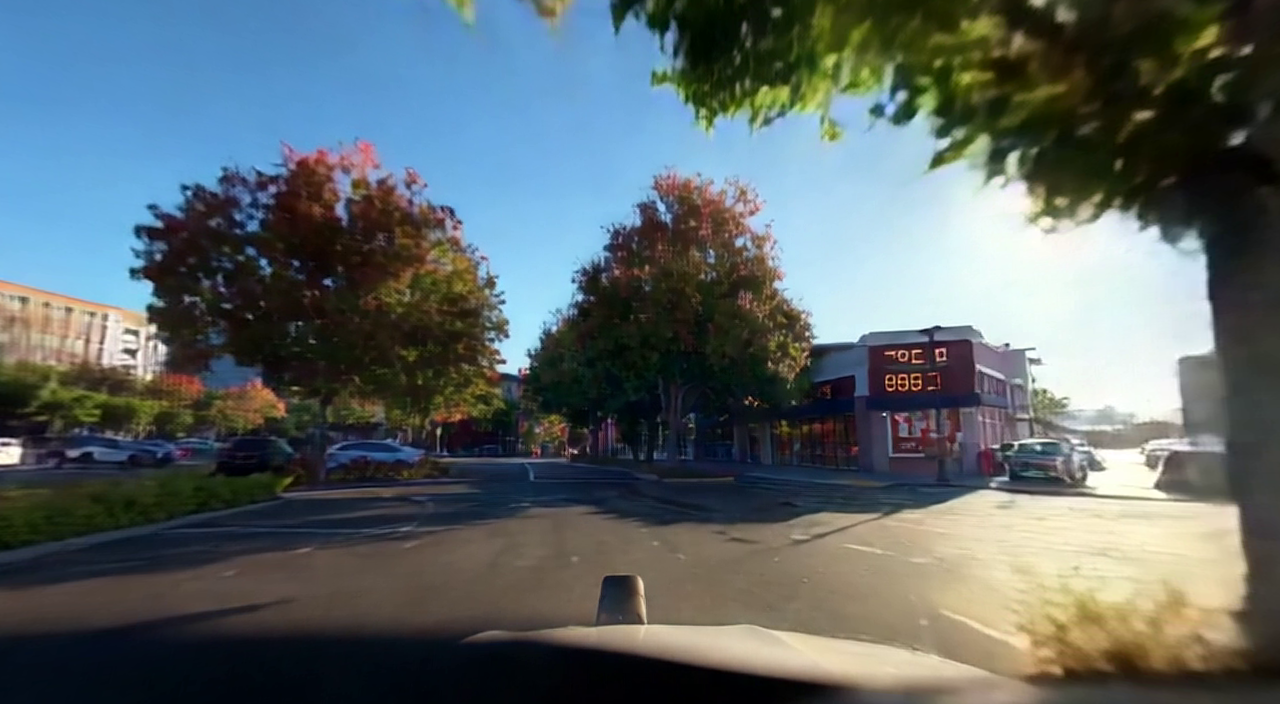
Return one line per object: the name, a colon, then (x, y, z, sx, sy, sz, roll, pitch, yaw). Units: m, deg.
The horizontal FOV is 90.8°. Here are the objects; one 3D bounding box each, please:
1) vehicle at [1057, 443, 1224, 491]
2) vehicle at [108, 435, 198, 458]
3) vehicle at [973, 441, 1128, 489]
vehicle: (17.599, 4.026, 22.621, 1.804, 1.502, 4.815, 1, -8, -4)
vehicle: (-31.646, 6.141, 41.210, 4.431, 1.449, 1.808, 6, -10, -33)
vehicle: (14.322, 3.923, 22.516, 2.140, 1.507, 4.856, 0, -8, -2)
